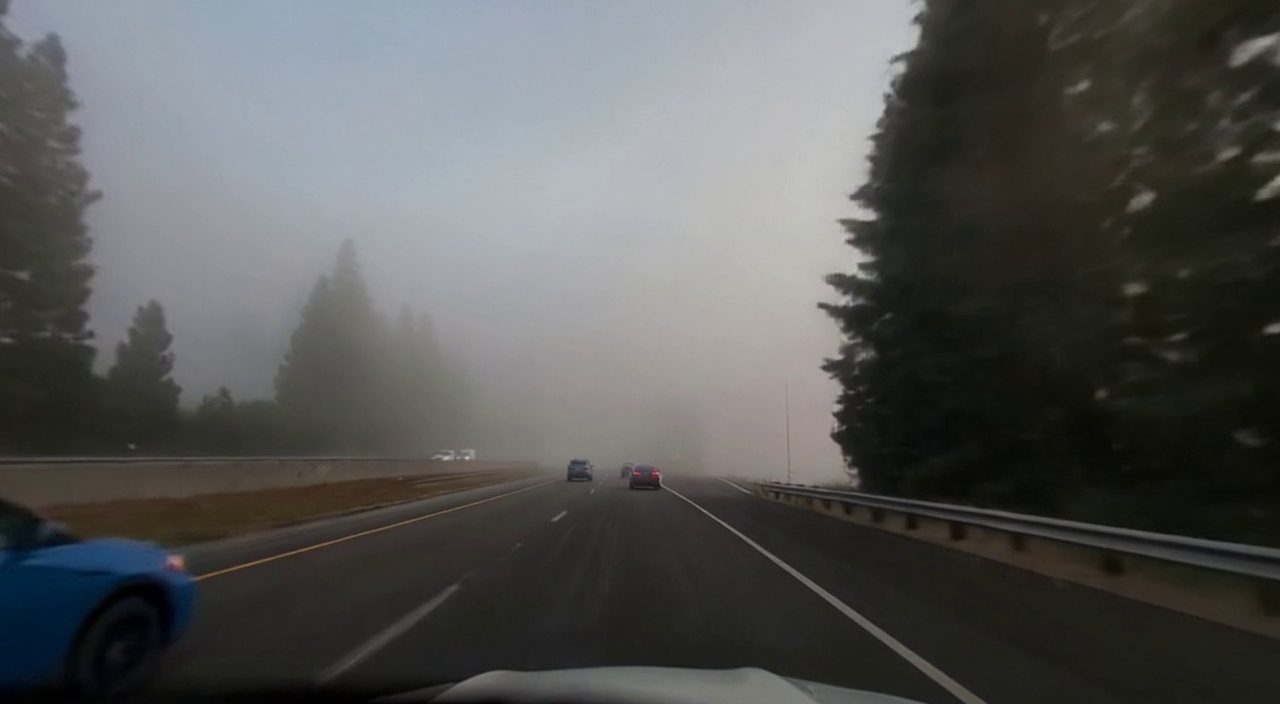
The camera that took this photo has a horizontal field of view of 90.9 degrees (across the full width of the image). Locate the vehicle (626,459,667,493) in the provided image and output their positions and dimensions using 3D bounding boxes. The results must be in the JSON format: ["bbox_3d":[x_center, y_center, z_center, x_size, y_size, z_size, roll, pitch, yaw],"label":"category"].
[{"bbox_3d":[0.263,6.167,31.447,1.905,1.559,3.491,1,-10,-1],"label":"vehicle"}]

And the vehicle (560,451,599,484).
[{"bbox_3d":[-4.168,8.106,44.306,2.237,2.113,4.815,1,-10,0],"label":"vehicle"}]

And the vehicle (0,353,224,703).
[{"bbox_3d":[-3.628,0.638,1.353,2.176,1.678,4.724,1,-10,0],"label":"vehicle"}]
